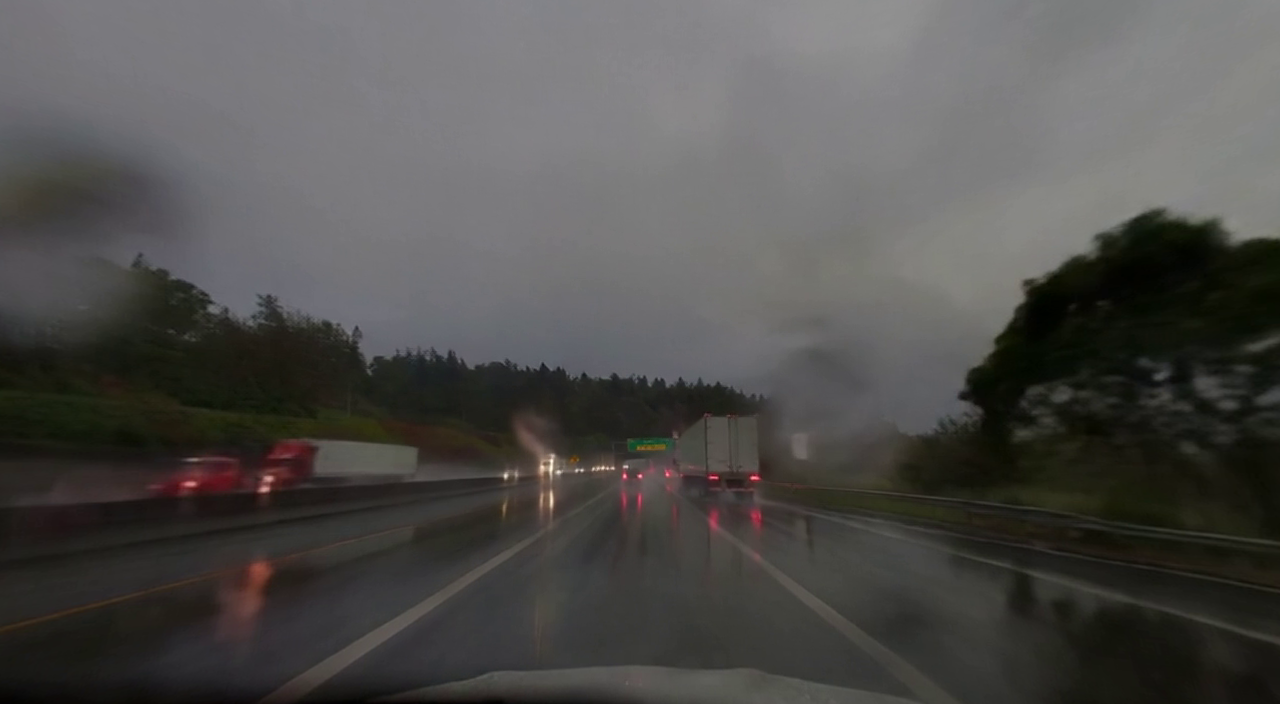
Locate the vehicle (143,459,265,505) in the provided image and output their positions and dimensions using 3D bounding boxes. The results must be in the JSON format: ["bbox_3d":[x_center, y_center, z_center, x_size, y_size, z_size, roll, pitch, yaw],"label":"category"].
[{"bbox_3d":[-19.168,5.719,28.028,1.951,1.803,4.680,1,-10,1],"label":"vehicle"}]

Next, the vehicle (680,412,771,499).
[{"bbox_3d":[4.480,6.188,36.811,3.218,4.001,14.492,1,-10,0],"label":"vehicle"}]

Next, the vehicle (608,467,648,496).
[{"bbox_3d":[-0.647,7.010,34.296,2.010,1.436,3.973,1,-10,-1],"label":"vehicle"}]

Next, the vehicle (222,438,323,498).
[{"bbox_3d":[-19.243,6.111,33.283,2.359,2.885,4.644,0,-10,0],"label":"vehicle"}]
